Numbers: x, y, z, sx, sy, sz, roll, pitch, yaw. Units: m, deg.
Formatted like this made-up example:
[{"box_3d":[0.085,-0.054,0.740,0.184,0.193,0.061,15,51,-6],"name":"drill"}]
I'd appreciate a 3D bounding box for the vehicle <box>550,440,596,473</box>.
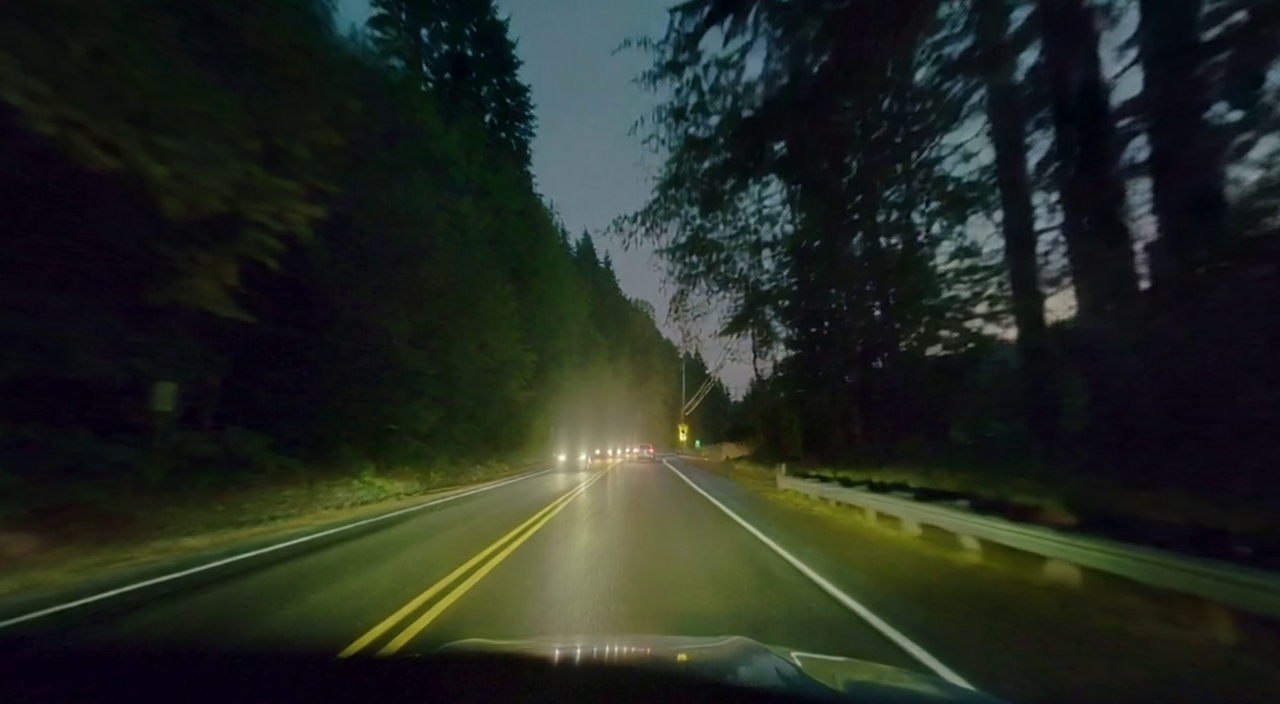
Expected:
[{"box_3d":[-3.734,5.920,35.891,2.155,1.727,4.142,0,-9,1],"name":"vehicle"}]
